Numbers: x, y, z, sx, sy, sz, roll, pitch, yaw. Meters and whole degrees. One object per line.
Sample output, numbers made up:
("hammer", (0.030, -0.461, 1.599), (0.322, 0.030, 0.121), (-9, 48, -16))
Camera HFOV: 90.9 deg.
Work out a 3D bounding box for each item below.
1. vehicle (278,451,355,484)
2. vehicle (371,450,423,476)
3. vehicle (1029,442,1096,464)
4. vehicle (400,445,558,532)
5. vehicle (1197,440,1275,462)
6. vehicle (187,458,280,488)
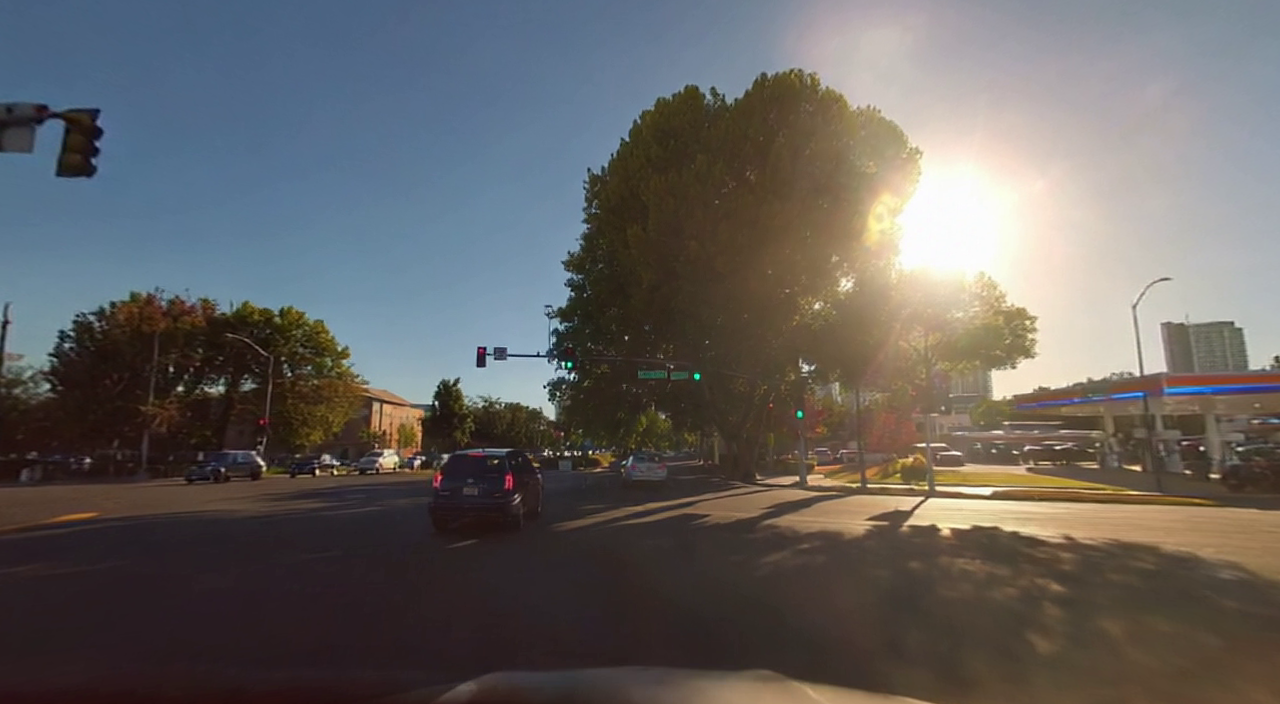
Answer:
("vehicle", (-17.370, 6.184, 34.111), (1.887, 1.635, 4.281), (0, -9, 0))
("vehicle", (-17.596, 8.040, 45.887), (2.032, 1.741, 4.450), (0, -9, 0))
("vehicle", (33.010, 7.898, 49.401), (2.148, 1.679, 4.197), (1, -9, -5))
("vehicle", (-3.086, 2.713, 13.216), (2.041, 1.483, 4.533), (0, -9, 1))
("vehicle", (40.168, 6.709, 42.507), (3.518, 1.433, 1.763), (1, -9, -5))
("vehicle", (-20.840, 6.194, 32.569), (1.821, 1.371, 4.545), (0, -9, -1))
